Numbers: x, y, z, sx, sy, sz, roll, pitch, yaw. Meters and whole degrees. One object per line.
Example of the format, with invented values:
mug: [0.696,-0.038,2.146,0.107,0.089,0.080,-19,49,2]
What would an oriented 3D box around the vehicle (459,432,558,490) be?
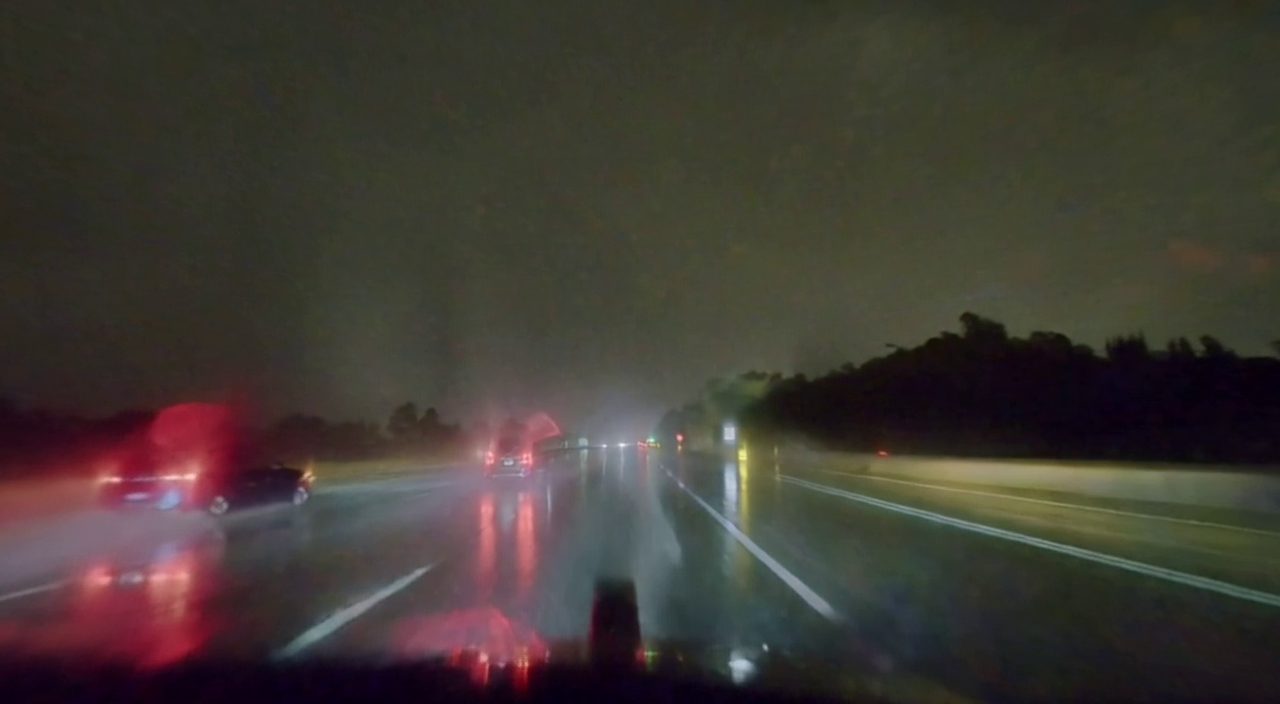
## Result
vehicle: [-4.228,3.586,21.162,2.200,1.662,5.091,0,-8,0]

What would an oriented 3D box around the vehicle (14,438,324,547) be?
vehicle: [-7.920,2.348,11.394,1.924,1.519,4.791,0,-8,0]
